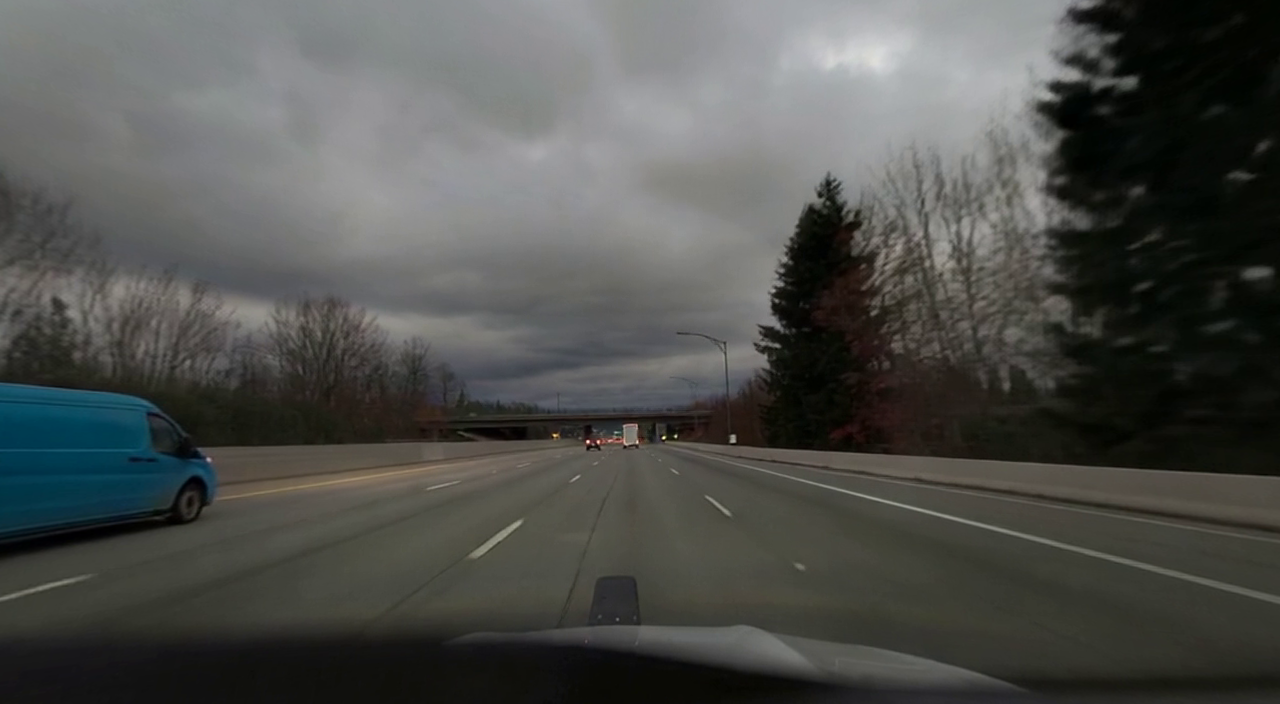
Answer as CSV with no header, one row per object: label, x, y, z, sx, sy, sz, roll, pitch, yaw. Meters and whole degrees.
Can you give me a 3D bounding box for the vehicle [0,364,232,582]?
vehicle,-7.020,1.212,6.472,2.150,1.996,5.341,0,-8,-2
